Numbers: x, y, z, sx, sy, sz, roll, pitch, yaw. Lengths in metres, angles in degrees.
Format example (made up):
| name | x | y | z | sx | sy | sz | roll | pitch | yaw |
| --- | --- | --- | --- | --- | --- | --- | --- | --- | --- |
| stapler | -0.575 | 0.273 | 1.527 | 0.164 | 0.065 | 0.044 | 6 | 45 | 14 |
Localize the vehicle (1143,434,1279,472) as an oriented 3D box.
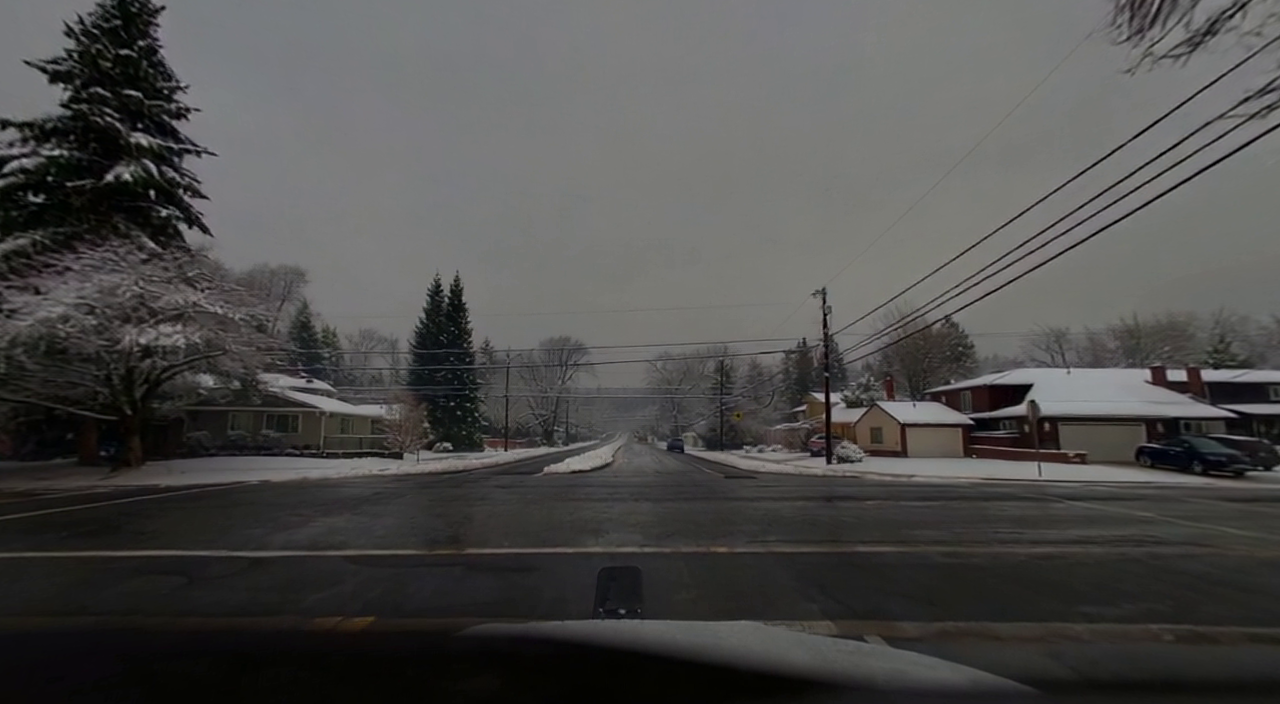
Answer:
| name | x | y | z | sx | sy | sz | roll | pitch | yaw |
| --- | --- | --- | --- | --- | --- | --- | --- | --- | --- |
| vehicle | 26.462 | 4.611 | 29.128 | 2.152 | 1.606 | 5.402 | 0 | -8 | 1 |
